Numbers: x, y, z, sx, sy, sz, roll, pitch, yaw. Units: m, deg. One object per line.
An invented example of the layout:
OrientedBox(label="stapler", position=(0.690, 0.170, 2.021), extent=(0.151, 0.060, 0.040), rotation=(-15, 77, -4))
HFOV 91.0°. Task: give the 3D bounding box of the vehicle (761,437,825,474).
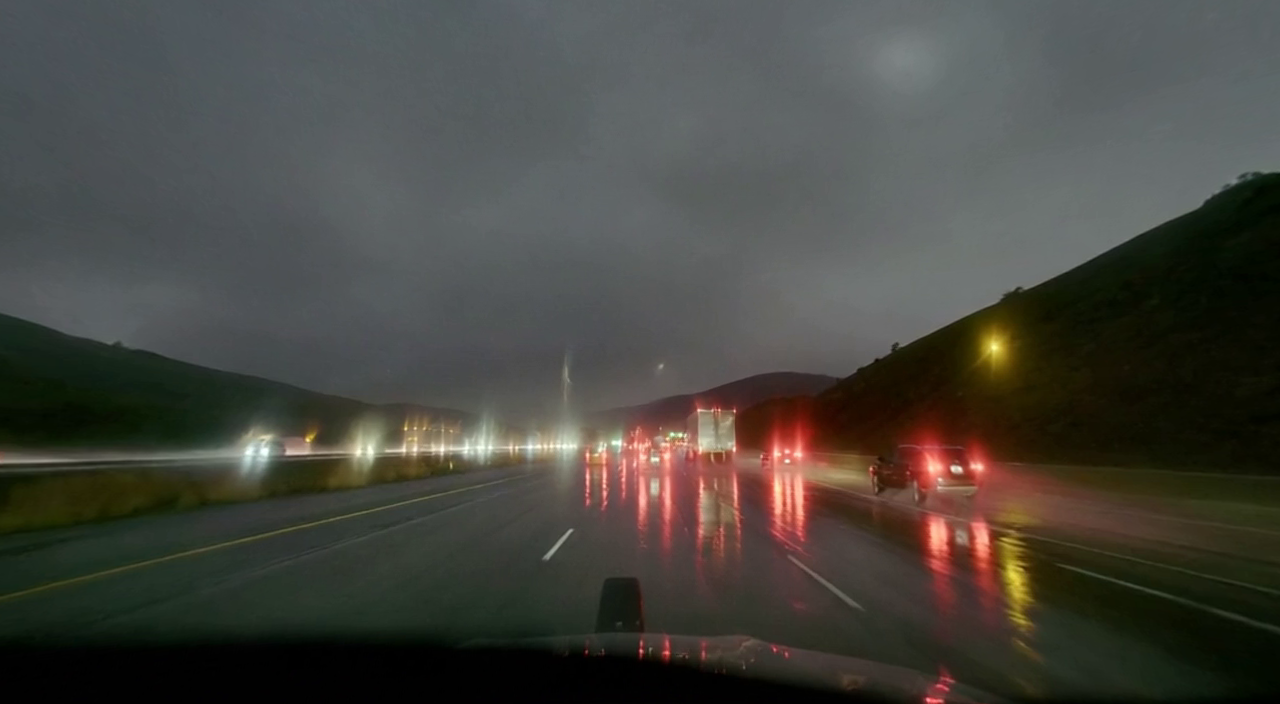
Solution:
OrientedBox(label="vehicle", position=(7.965, 5.428, 33.259), extent=(2.143, 1.775, 4.729), rotation=(0, -9, 0))

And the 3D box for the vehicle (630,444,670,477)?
OrientedBox(label="vehicle", position=(0.464, 5.383, 31.476), extent=(1.866, 1.492, 3.932), rotation=(0, -9, 0))

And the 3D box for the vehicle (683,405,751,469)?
OrientedBox(label="vehicle", position=(4.717, 5.613, 41.071), extent=(3.130, 3.607, 11.129), rotation=(0, -9, 0))

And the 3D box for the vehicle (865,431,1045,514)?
OrientedBox(label="vehicle", position=(7.262, 2.811, 15.172), extent=(2.044, 1.676, 4.421), rotation=(0, -9, 0))

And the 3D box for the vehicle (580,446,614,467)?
OrientedBox(label="vehicle", position=(-3.127, 7.702, 46.570), extent=(2.132, 1.506, 4.256), rotation=(0, -9, 0))
